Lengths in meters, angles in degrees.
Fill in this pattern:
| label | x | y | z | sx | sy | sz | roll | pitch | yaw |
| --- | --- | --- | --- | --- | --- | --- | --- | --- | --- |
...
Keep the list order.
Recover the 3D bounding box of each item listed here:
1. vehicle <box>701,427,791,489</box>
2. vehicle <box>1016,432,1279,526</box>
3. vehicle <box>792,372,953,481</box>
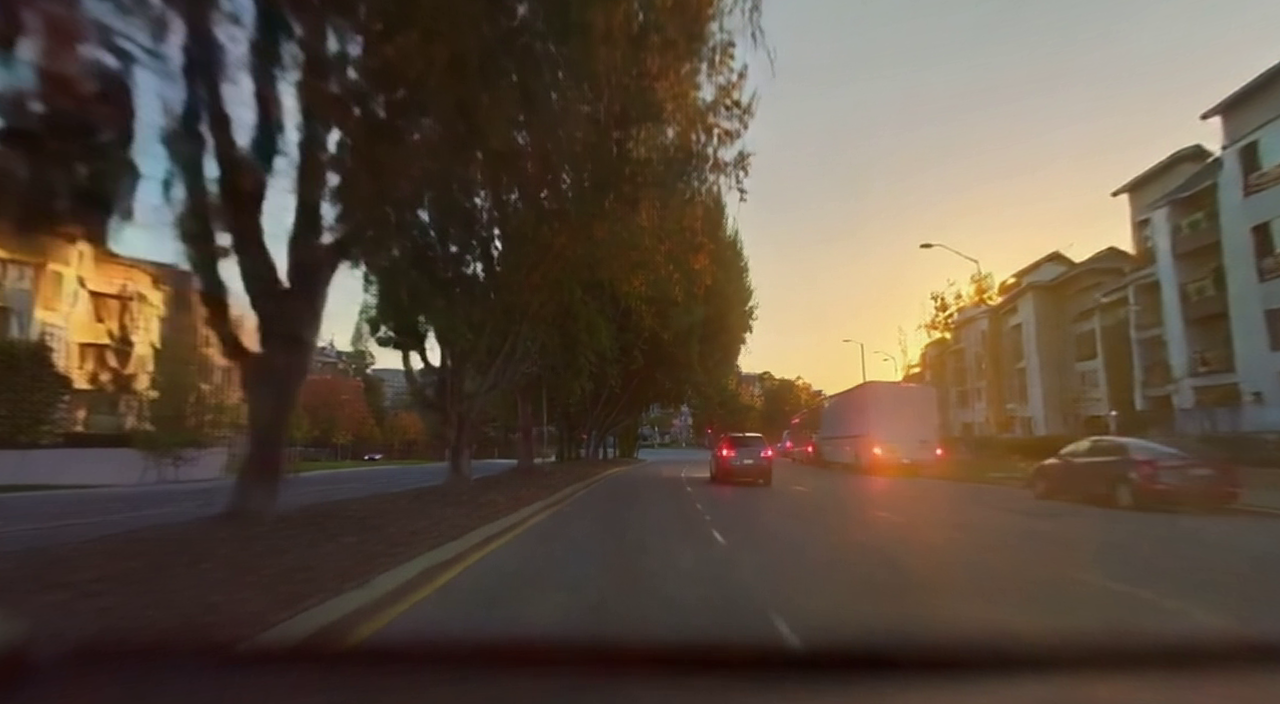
| label | x | y | z | sx | sy | sz | roll | pitch | yaw |
| --- | --- | --- | --- | --- | --- | --- | --- | --- | --- |
| vehicle | 3.329 | 3.455 | 20.839 | 2.215 | 1.812 | 4.569 | 0 | -9 | 1 |
| vehicle | 9.979 | 2.444 | 12.834 | 1.870 | 1.504 | 4.823 | 0 | -8 | 2 |
| vehicle | 11.082 | 4.199 | 33.409 | 2.887 | 4.158 | 18.418 | -1 | -8 | 4 |
